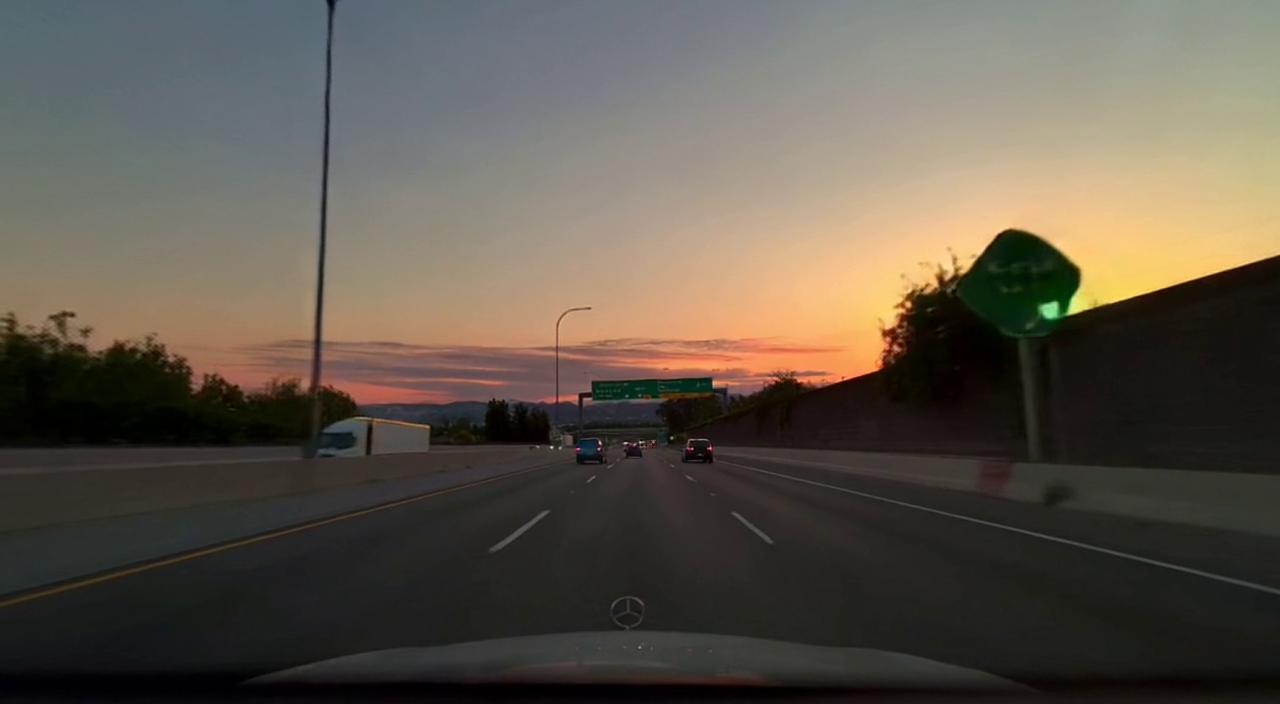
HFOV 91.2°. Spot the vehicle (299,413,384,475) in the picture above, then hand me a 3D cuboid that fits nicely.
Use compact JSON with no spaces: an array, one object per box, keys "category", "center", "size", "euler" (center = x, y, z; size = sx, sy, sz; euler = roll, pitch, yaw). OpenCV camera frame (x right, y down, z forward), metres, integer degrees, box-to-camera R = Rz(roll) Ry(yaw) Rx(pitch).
[{"category":"vehicle","center":[-21.306,6.618,45.193],"size":[2.995,4.089,6.180],"euler":[0,-8,-1]}]

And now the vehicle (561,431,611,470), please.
[{"category":"vehicle","center":[-3.005,5.601,35.946],"size":[2.291,2.052,4.887],"euler":[0,-8,1]}]

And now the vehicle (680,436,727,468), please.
[{"category":"vehicle","center":[3.504,5.648,35.574],"size":[2.202,1.682,4.188],"euler":[0,-8,0]}]
